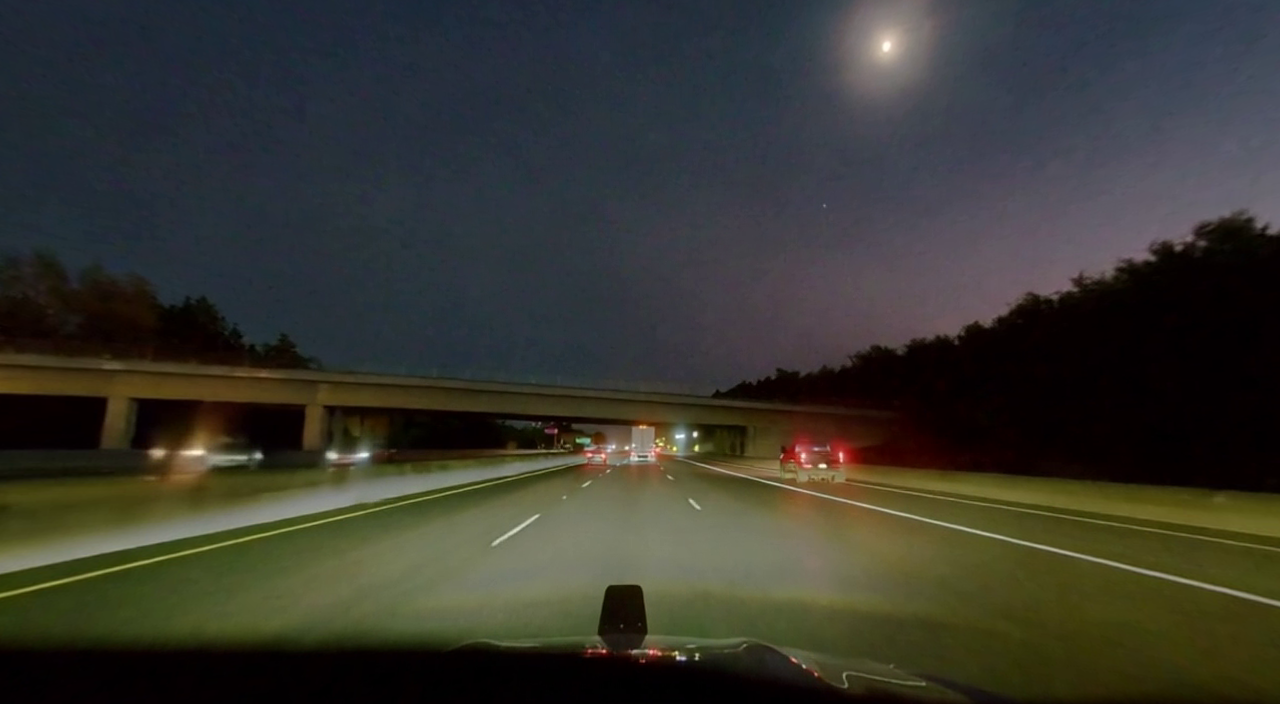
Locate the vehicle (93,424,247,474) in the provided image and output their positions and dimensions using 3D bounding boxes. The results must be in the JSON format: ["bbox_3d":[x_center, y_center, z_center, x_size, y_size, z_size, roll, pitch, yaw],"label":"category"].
[{"bbox_3d":[-16.006,3.364,21.820,1.936,1.518,4.340,0,-9,1],"label":"vehicle"}]

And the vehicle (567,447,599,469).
[{"bbox_3d":[-4.246,7.930,47.370,2.042,1.526,4.516,0,-9,0],"label":"vehicle"}]

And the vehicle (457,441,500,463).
[{"bbox_3d":[-11.891,7.423,46.804,1.936,1.515,4.769,0,-9,0],"label":"vehicle"}]

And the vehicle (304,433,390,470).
[{"bbox_3d":[-12.661,4.353,27.520,1.812,1.478,3.974,0,-9,0],"label":"vehicle"}]
